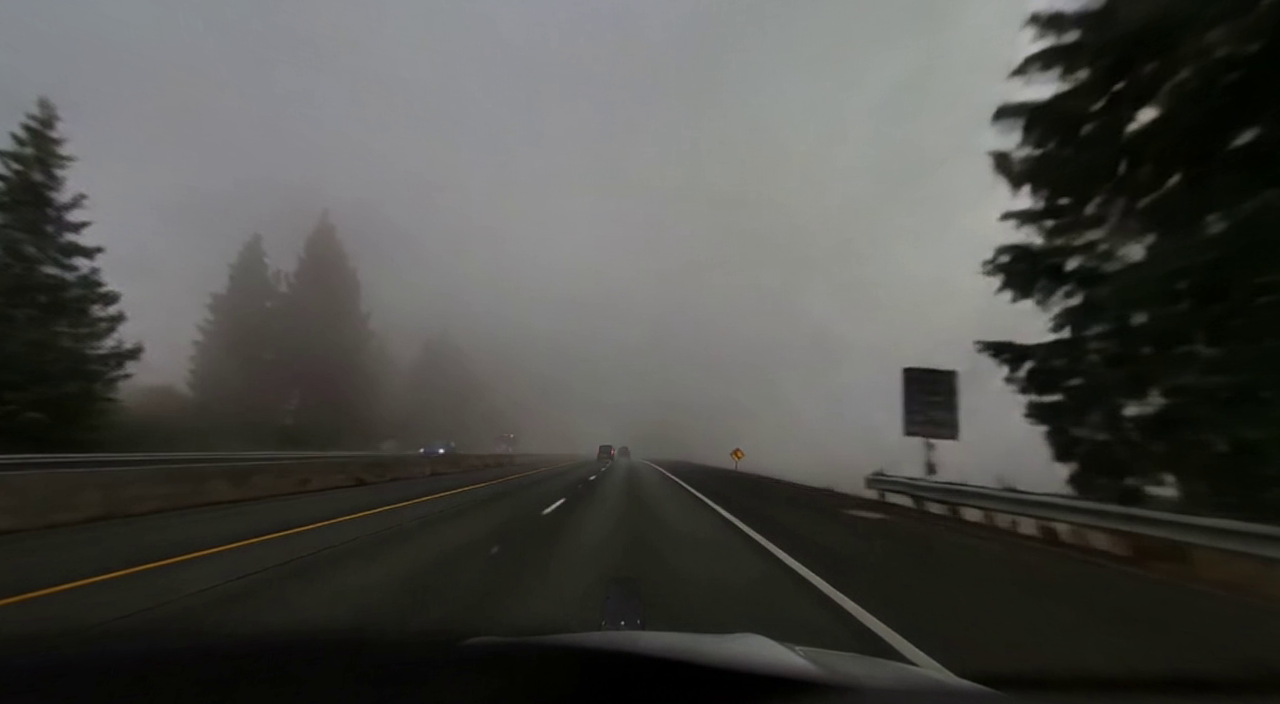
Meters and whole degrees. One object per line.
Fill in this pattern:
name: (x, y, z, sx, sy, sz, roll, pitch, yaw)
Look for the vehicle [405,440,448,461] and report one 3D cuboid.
vehicle: (-15.680, 7.220, 46.400, 1.781, 1.458, 3.767, 0, -9, 1)
